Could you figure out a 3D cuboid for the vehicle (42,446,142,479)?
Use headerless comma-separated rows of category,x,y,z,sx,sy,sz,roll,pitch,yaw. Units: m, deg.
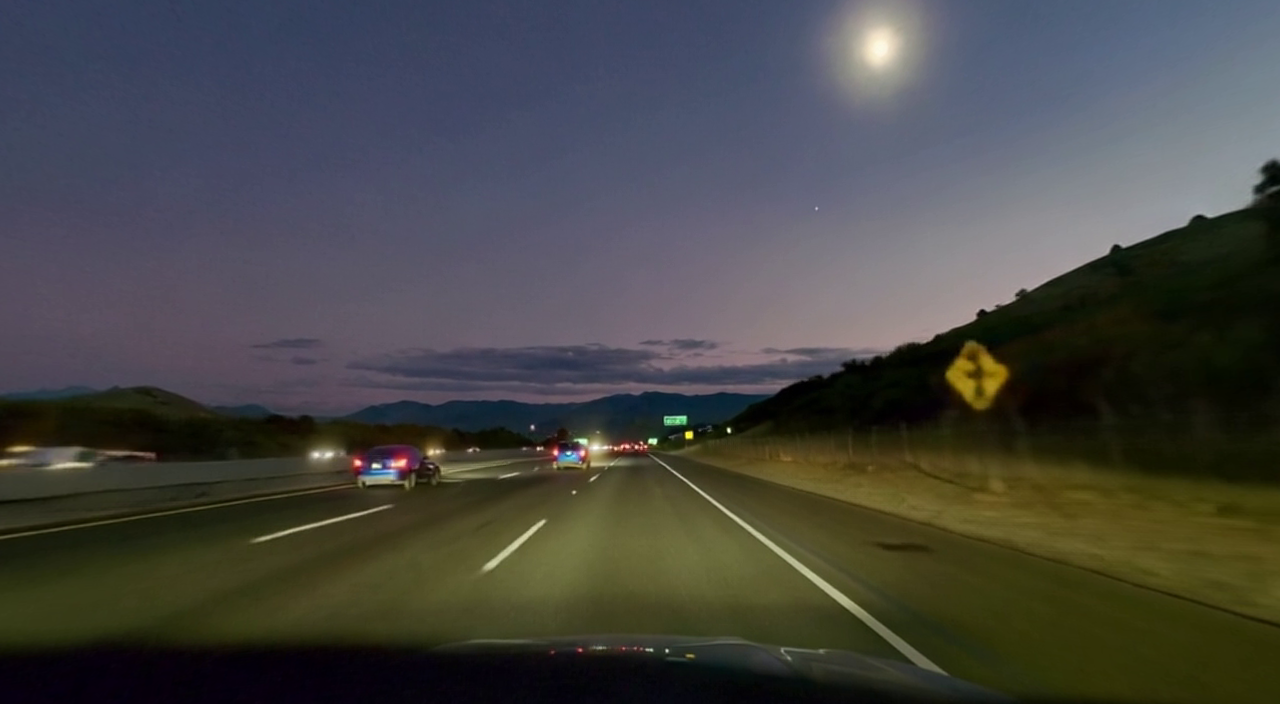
vehicle,-35.211,7.067,40.796,2.013,1.872,4.977,0,-8,-1

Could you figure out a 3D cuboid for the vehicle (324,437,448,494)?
vehicle,-7.545,3.395,19.326,1.930,1.508,4.567,0,-8,0

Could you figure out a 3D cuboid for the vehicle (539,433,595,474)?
vehicle,-3.295,4.684,29.335,2.029,1.753,4.718,0,-8,0

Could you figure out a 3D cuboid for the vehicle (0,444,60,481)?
vehicle,-40.526,7.027,40.225,2.367,2.293,5.123,-1,-8,-1
